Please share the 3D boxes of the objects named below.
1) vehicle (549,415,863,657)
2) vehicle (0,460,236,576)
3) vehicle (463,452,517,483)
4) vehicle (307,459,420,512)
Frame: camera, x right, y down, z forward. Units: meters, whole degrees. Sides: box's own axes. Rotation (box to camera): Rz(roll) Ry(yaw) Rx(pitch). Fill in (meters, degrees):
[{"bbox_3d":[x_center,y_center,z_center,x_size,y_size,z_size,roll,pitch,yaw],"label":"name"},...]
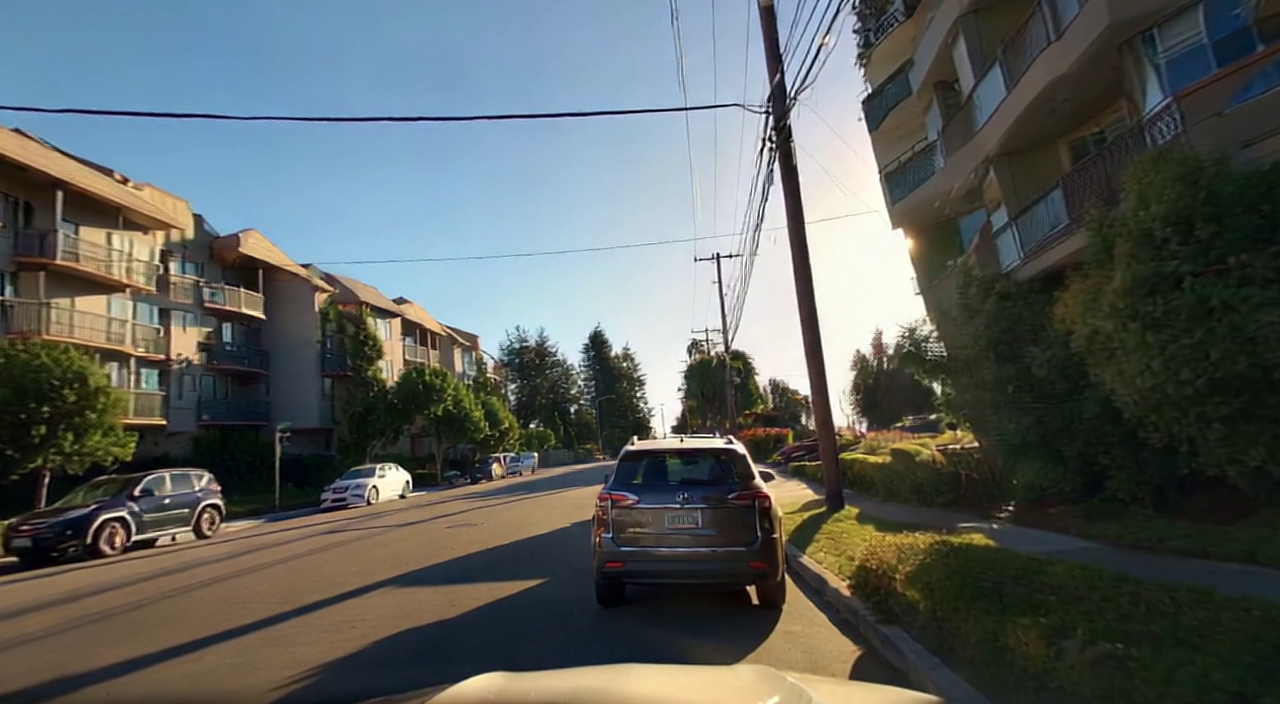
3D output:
[{"bbox_3d":[0.593,1.543,6.530,2.030,1.535,4.683,-1,-8,4],"label":"vehicle"},{"bbox_3d":[-10.779,3.228,12.867,2.068,1.745,4.579,-7,-9,1],"label":"vehicle"},{"bbox_3d":[-9.360,7.200,39.735,2.011,1.801,4.676,-1,-8,3],"label":"vehicle"},{"bbox_3d":[-10.543,5.073,24.493,2.017,1.582,4.664,-7,-9,4],"label":"vehicle"}]
